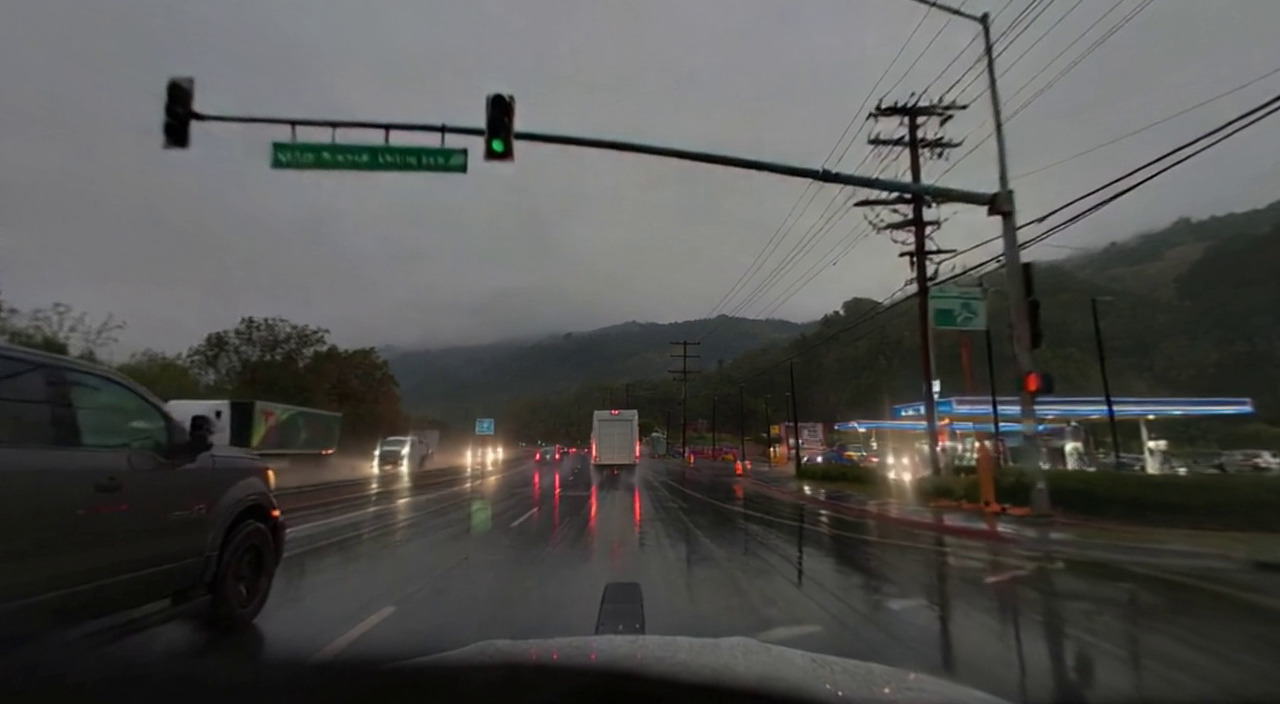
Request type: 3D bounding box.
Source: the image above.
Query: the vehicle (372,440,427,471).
[{"bbox_3d":[-14.850,6.362,39.189,1.991,1.803,4.100,0,-8,-4],"label":"vehicle"}]

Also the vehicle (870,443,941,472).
[{"bbox_3d":[18.584,7.287,44.109,5.424,1.844,2.255,7,-10,-41],"label":"vehicle"}]

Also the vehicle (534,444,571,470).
[{"bbox_3d":[-5.396,6.499,39.416,1.972,1.496,4.150,0,-8,-3],"label":"vehicle"}]

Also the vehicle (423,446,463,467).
[{"bbox_3d":[-15.306,8.109,49.259,1.993,1.455,3.967,0,-8,-3],"label":"vehicle"}]

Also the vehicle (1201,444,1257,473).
[{"bbox_3d":[34.348,6.160,36.806,3.770,1.581,1.764,6,-10,-39],"label":"vehicle"}]

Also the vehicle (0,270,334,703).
[{"bbox_3d":[-3.795,0.663,2.452,2.345,2.012,5.693,0,-8,0],"label":"vehicle"}]

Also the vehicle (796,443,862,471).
[{"bbox_3d":[13.776,7.554,45.801,5.331,1.917,2.166,7,-11,-44],"label":"vehicle"}]

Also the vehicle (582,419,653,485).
[{"bbox_3d":[-0.924,3.872,24.891,2.486,2.280,5.291,0,-8,-3],"label":"vehicle"}]
